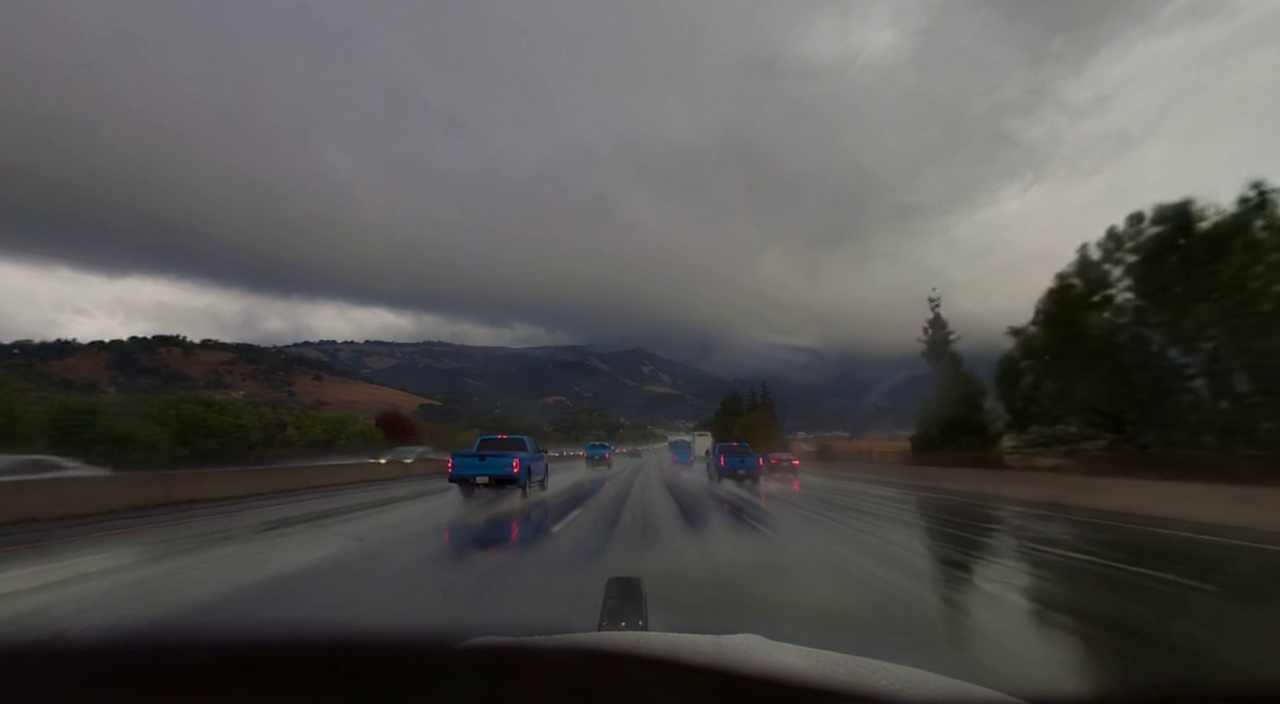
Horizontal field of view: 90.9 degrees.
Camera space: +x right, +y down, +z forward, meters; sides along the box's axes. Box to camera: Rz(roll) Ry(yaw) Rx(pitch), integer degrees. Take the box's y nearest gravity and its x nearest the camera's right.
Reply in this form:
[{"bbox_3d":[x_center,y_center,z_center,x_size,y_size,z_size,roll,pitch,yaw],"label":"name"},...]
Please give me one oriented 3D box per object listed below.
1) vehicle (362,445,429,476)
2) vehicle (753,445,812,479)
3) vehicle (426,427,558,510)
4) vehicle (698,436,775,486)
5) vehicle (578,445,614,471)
[{"bbox_3d":[-13.317,5.916,34.660,1.884,1.559,4.380,0,-8,0],"label":"vehicle"},{"bbox_3d":[7.820,6.075,35.126,2.104,1.724,4.701,0,-8,-1],"label":"vehicle"},{"bbox_3d":[-3.694,3.029,16.940,2.227,1.853,5.161,0,-8,1],"label":"vehicle"},{"bbox_3d":[4.120,4.762,28.008,2.424,1.952,5.611,0,-8,-1],"label":"vehicle"},{"bbox_3d":[-3.193,7.750,46.461,2.235,1.785,4.386,-1,-8,1],"label":"vehicle"}]
